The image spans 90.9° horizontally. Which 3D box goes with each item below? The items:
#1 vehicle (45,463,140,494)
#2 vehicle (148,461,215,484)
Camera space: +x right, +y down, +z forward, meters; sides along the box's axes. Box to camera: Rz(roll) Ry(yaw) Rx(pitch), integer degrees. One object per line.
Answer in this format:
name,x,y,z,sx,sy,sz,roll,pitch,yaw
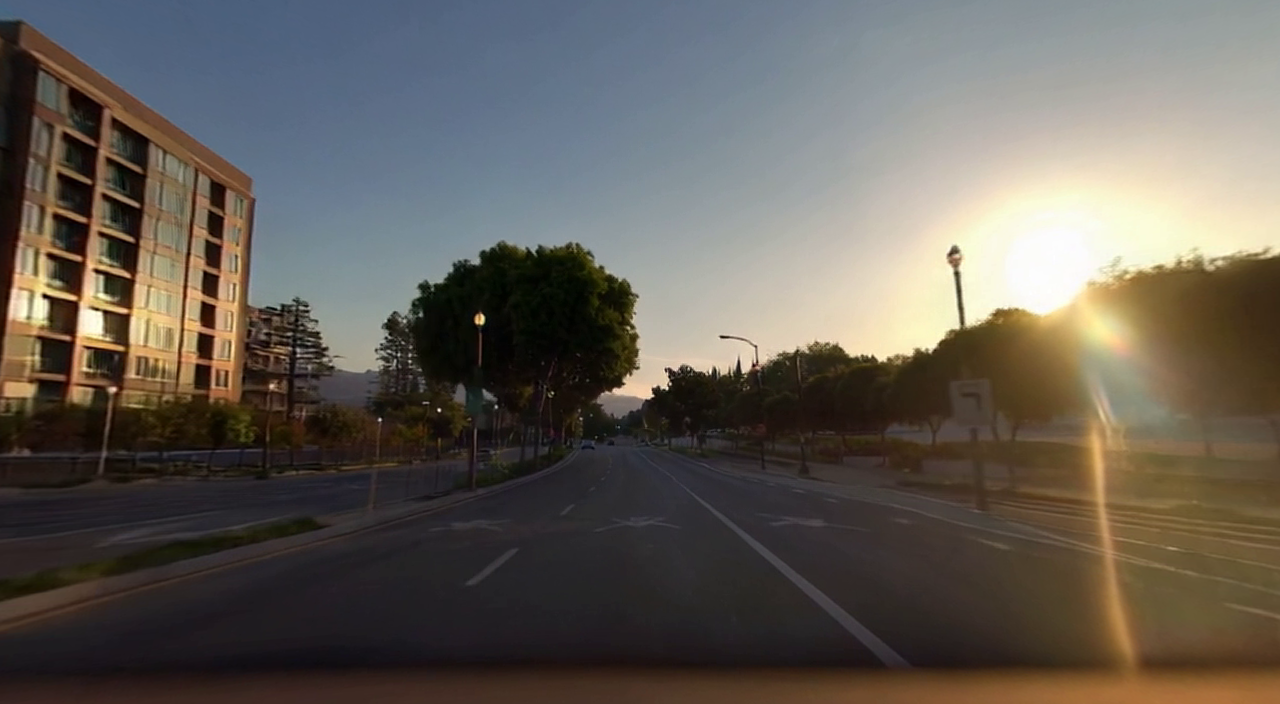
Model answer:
vehicle,-29.021,6.697,33.547,1.662,1.428,3.650,0,-9,1
vehicle,-28.943,7.605,39.871,1.518,1.364,3.470,0,-10,2
